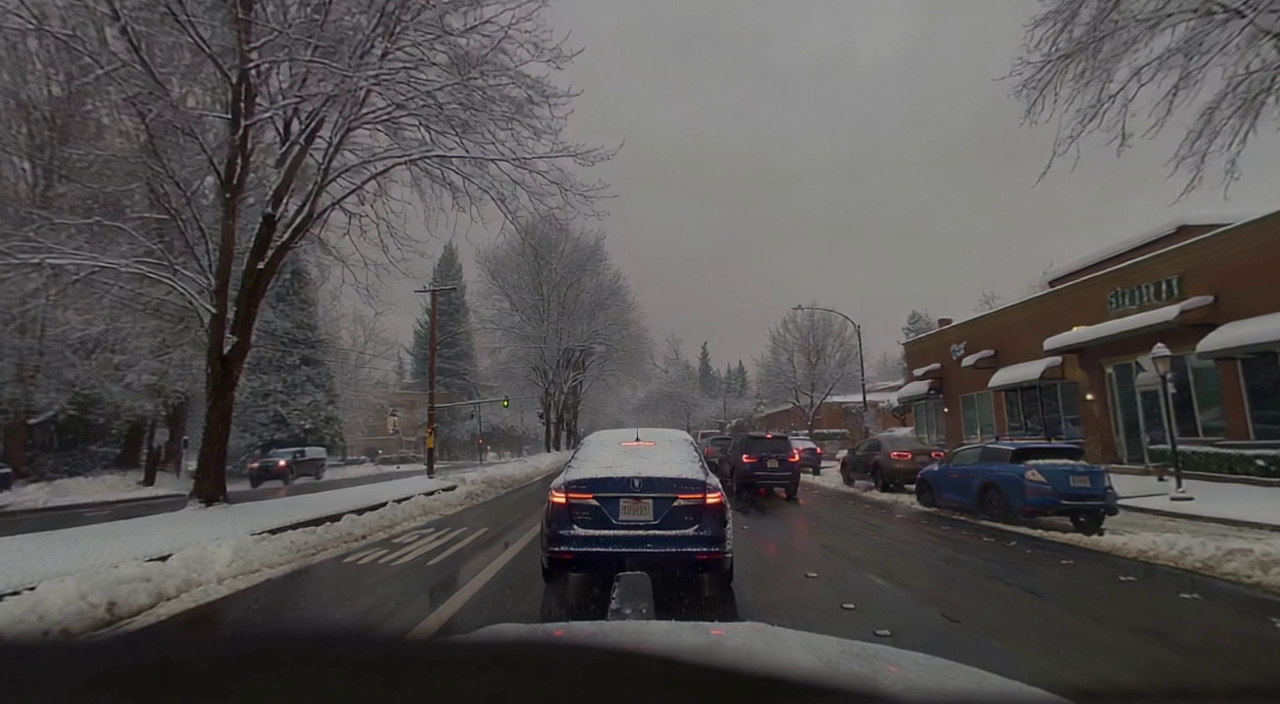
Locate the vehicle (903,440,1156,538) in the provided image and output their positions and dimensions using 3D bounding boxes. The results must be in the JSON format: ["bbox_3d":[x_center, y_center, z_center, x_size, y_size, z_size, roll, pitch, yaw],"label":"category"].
[{"bbox_3d":[6.831,2.398,11.791,1.911,1.468,4.417,0,-8,0],"label":"vehicle"}]

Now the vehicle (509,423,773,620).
[{"bbox_3d":[-0.020,1.597,6.996,1.977,1.465,4.376,0,-8,-1],"label":"vehicle"}]

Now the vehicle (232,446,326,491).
[{"bbox_3d":[-15.620,5.006,27.563,2.163,1.743,4.428,1,-9,-11],"label":"vehicle"}]

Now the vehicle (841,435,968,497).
[{"bbox_3d":[7.883,3.414,19.328,1.963,1.637,4.527,0,-8,1],"label":"vehicle"}]
